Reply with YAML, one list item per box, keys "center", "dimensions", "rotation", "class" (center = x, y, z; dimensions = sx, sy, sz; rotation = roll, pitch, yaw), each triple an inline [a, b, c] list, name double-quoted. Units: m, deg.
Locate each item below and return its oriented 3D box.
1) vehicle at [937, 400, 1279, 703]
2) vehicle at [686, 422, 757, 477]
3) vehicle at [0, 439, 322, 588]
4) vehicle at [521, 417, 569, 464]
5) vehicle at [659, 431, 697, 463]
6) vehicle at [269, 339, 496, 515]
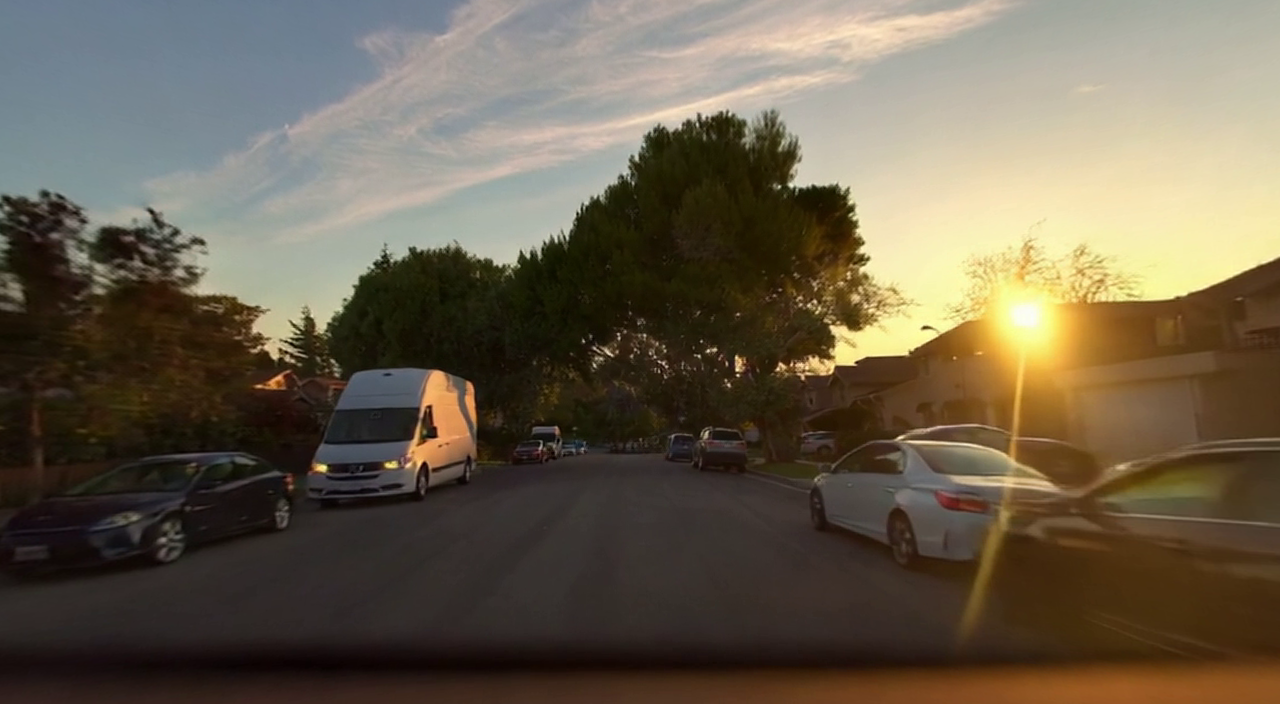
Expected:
- center: [3.555, 1.020, 3.208]
  dimensions: [1.867, 1.470, 4.312]
  rotation: [0, -8, -2]
  class: "vehicle"
- center: [2.930, 3.627, 23.784]
  dimensions: [1.965, 1.855, 4.677]
  rotation: [0, -8, -1]
  class: "vehicle"
- center: [-6.263, 1.927, 8.508]
  dimensions: [1.921, 1.470, 4.068]
  rotation: [0, -7, -2]
  class: "vehicle"
- center: [-6.045, 5.683, 40.517]
  dimensions: [2.408, 2.782, 3.837]
  rotation: [-2, -8, 0]
  class: "vehicle"
- center: [2.245, 5.765, 38.613]
  dimensions: [1.918, 1.815, 4.400]
  rotation: [0, -8, -2]
  class: "vehicle"
- center: [-6.248, 2.059, 17.146]
  dimensions: [2.896, 3.648, 8.004]
  rotation: [0, -8, -1]
  class: "vehicle"
